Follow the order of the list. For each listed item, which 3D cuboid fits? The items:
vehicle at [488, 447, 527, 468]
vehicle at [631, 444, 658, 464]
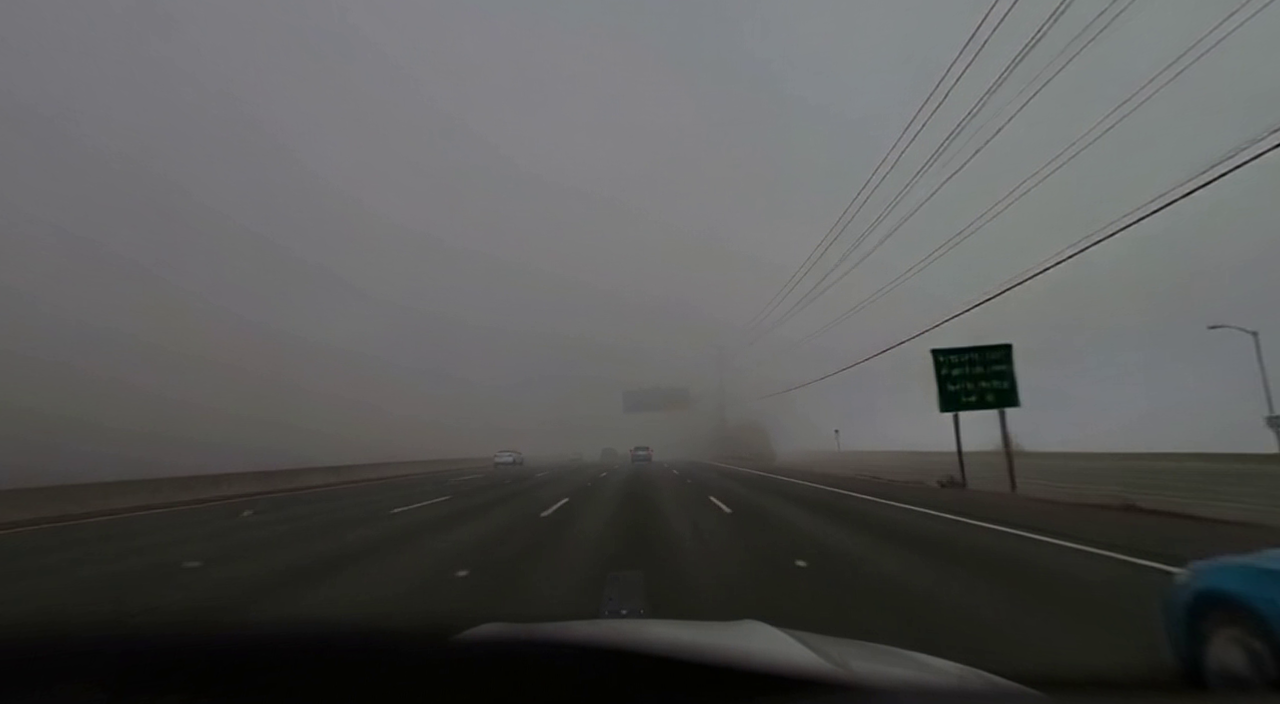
[{"bbox_3d":[-10.055,8.046,48.228,1.947,1.528,4.355,0,-8,1],"label":"vehicle"},{"bbox_3d":[0.307,7.893,48.993,2.036,1.474,3.969,0,-8,0],"label":"vehicle"}]
